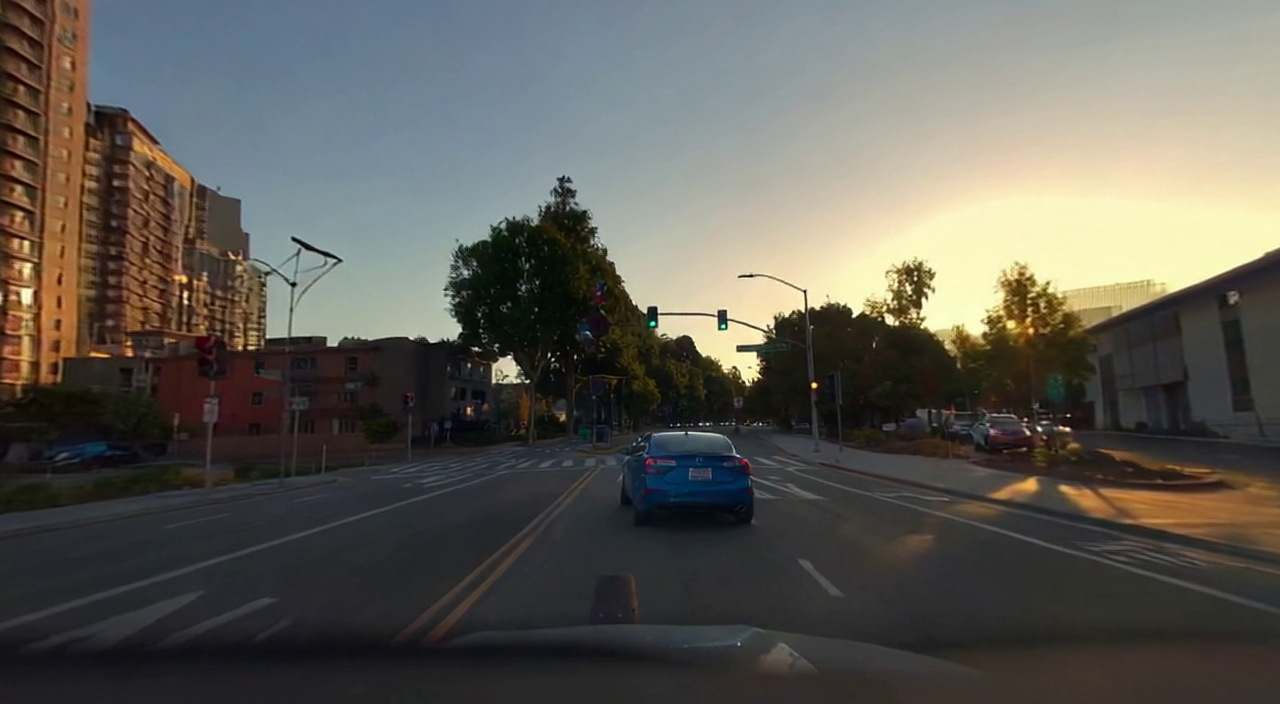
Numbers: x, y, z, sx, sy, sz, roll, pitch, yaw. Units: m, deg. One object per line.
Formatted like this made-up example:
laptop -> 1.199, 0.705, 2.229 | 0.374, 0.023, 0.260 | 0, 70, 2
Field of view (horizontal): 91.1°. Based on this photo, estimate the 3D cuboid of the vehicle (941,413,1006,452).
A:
vehicle -> 23.830, 5.785, 45.245 | 2.311, 2.623, 5.870 | -1, -8, 10

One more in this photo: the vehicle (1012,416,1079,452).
vehicle -> 28.772, 5.874, 44.829 | 2.176, 2.400, 4.821 | -1, -8, 10

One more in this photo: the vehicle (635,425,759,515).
vehicle -> 0.985, 2.145, 12.082 | 1.950, 1.401, 4.159 | 0, -8, 2
